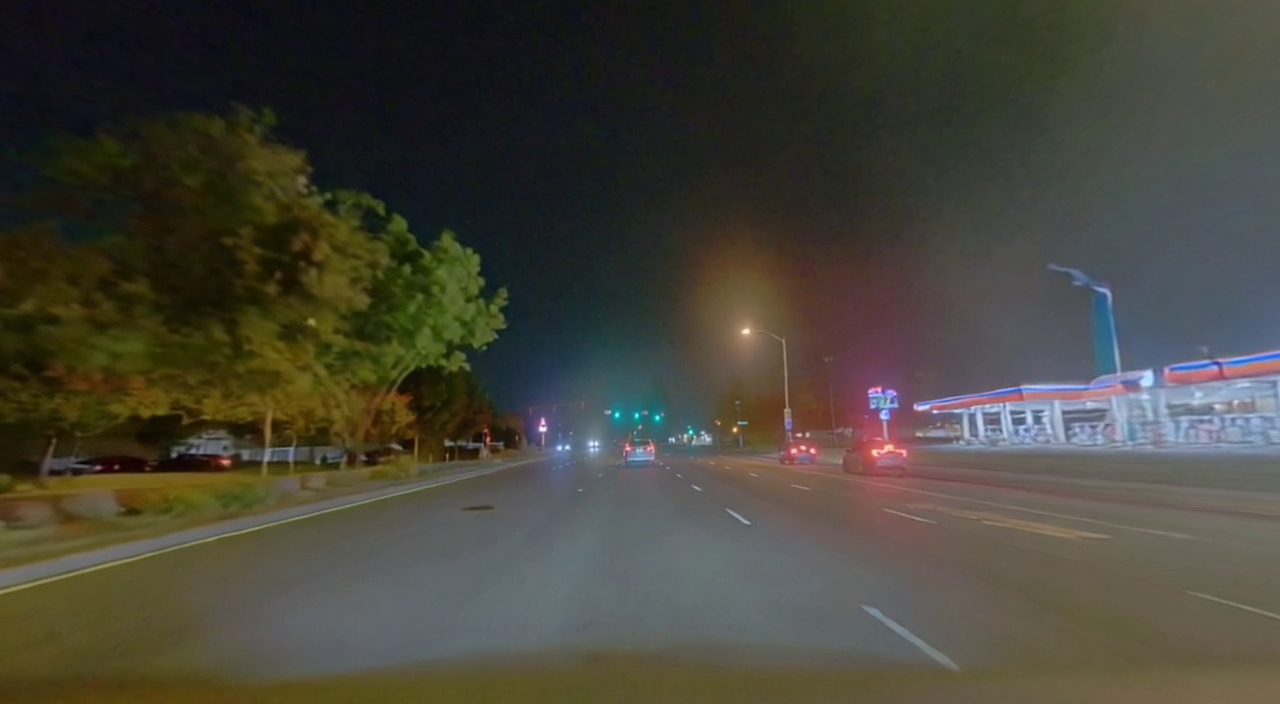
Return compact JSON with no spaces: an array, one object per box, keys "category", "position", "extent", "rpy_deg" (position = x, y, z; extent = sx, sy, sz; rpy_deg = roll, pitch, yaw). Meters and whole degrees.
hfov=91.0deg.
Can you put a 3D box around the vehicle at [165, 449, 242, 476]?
[{"category":"vehicle","position":[-28.646,7.197,41.287],"extent":[4.749,1.666,1.859],"rpy_deg":[-4,-10,25]}]

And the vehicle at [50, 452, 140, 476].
[{"category":"vehicle","position":[-38.264,7.868,44.316],"extent":[4.469,1.557,1.959],"rpy_deg":[6,-11,-34]}]

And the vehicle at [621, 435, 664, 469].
[{"category":"vehicle","position":[0.114,5.406,34.150],"extent":[2.213,1.715,4.242],"rpy_deg":[0,-9,-1]}]
